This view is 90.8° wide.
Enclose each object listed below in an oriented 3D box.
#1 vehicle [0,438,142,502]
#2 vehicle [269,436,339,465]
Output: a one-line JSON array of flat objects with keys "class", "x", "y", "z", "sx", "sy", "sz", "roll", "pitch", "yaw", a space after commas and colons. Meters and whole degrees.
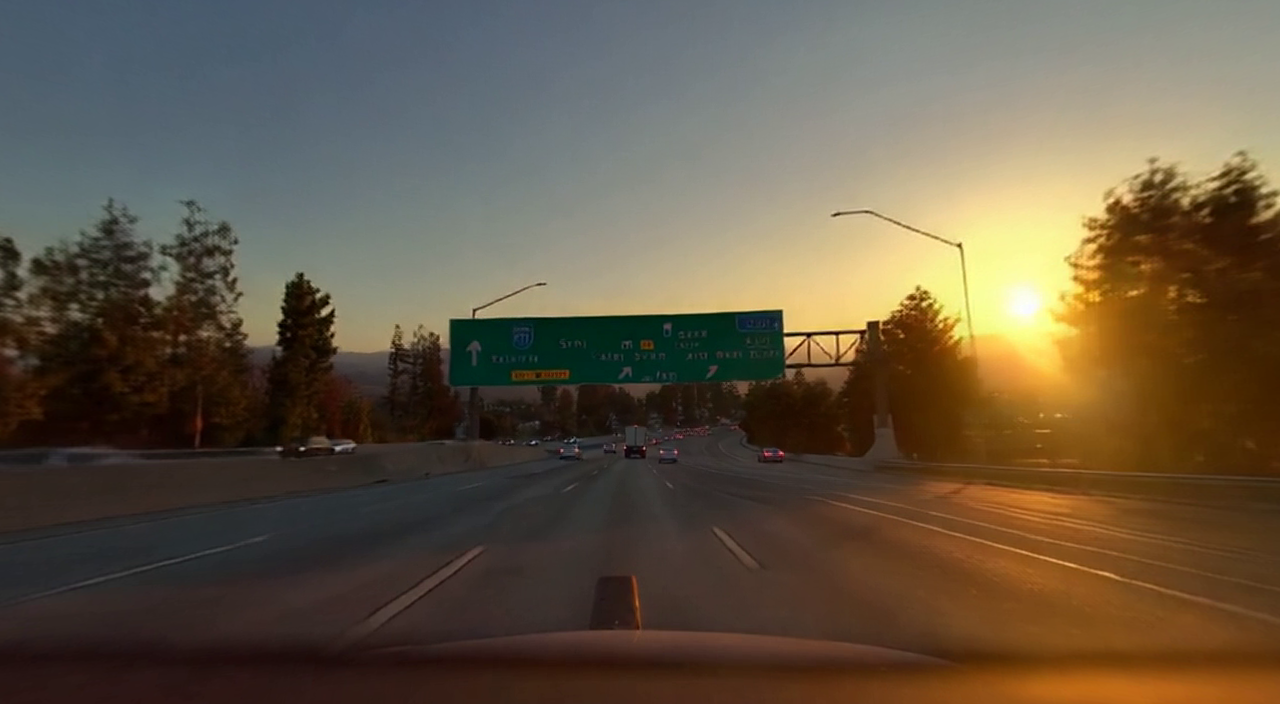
[{"class": "vehicle", "x": -15.877, "y": 3.012, "z": 16.457, "sx": 1.982, "sy": 1.473, "sz": 4.656, "roll": 0, "pitch": -8, "yaw": 0}, {"class": "vehicle", "x": -23.085, "y": 6.772, "z": 43.696, "sx": 2.068, "sy": 1.849, "sz": 4.938, "roll": 0, "pitch": -8, "yaw": 0}]
